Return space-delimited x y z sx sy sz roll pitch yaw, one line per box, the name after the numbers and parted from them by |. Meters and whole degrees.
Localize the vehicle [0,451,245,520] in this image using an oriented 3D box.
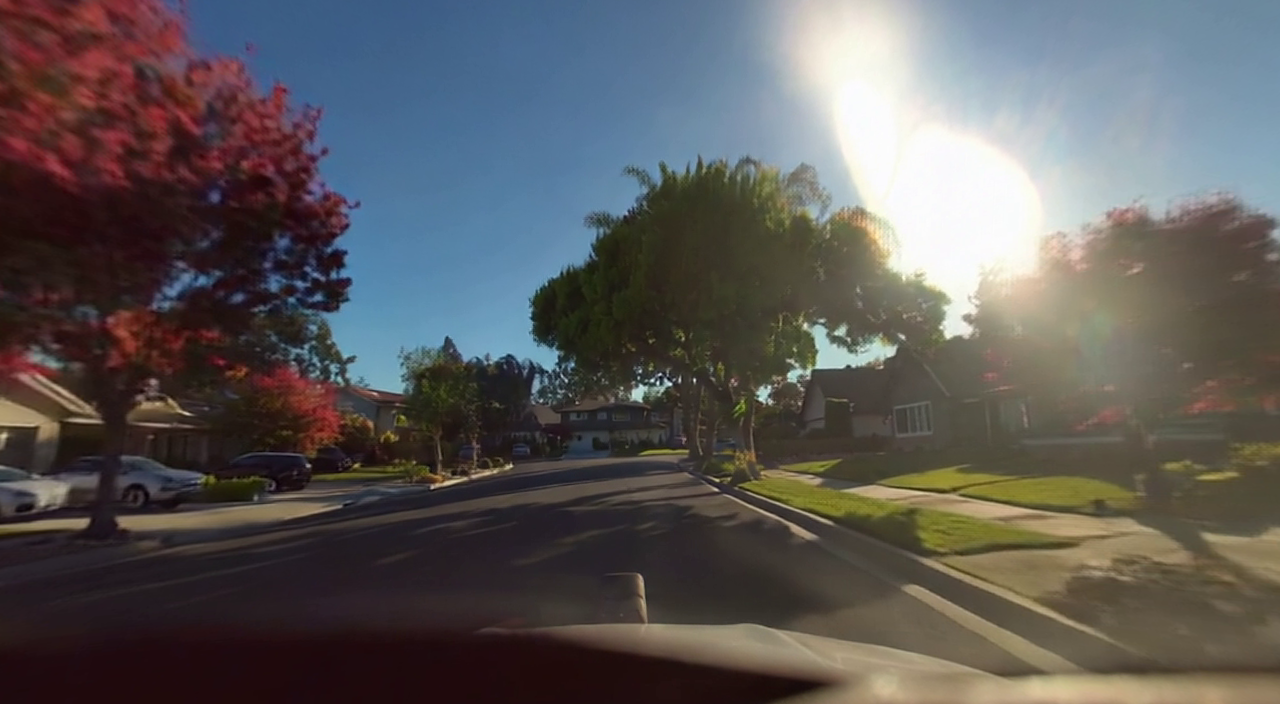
-14.363 3.685 17.787 5.050 1.774 2.031 0 -9 -2 | vehicle

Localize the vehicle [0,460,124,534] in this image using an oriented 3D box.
-15.100 3.302 14.631 4.358 1.516 2.077 0 -9 -3 | vehicle
